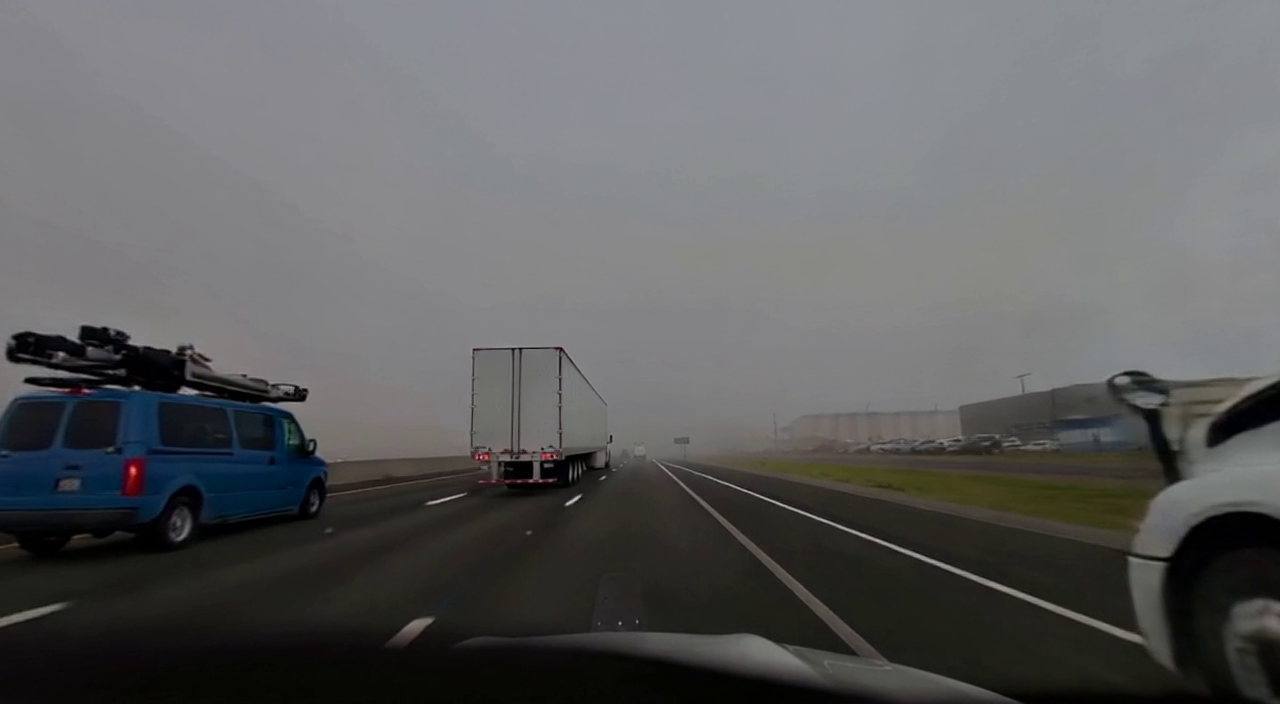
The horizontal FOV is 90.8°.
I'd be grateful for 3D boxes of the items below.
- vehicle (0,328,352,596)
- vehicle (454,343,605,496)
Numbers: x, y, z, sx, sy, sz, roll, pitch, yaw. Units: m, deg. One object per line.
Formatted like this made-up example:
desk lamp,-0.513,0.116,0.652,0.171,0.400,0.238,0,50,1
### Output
vehicle,-6.931,1.521,9.378,2.385,2.672,6.049,0,-8,0
vehicle,-3.428,2.999,25.304,2.939,4.132,16.303,0,-8,1
